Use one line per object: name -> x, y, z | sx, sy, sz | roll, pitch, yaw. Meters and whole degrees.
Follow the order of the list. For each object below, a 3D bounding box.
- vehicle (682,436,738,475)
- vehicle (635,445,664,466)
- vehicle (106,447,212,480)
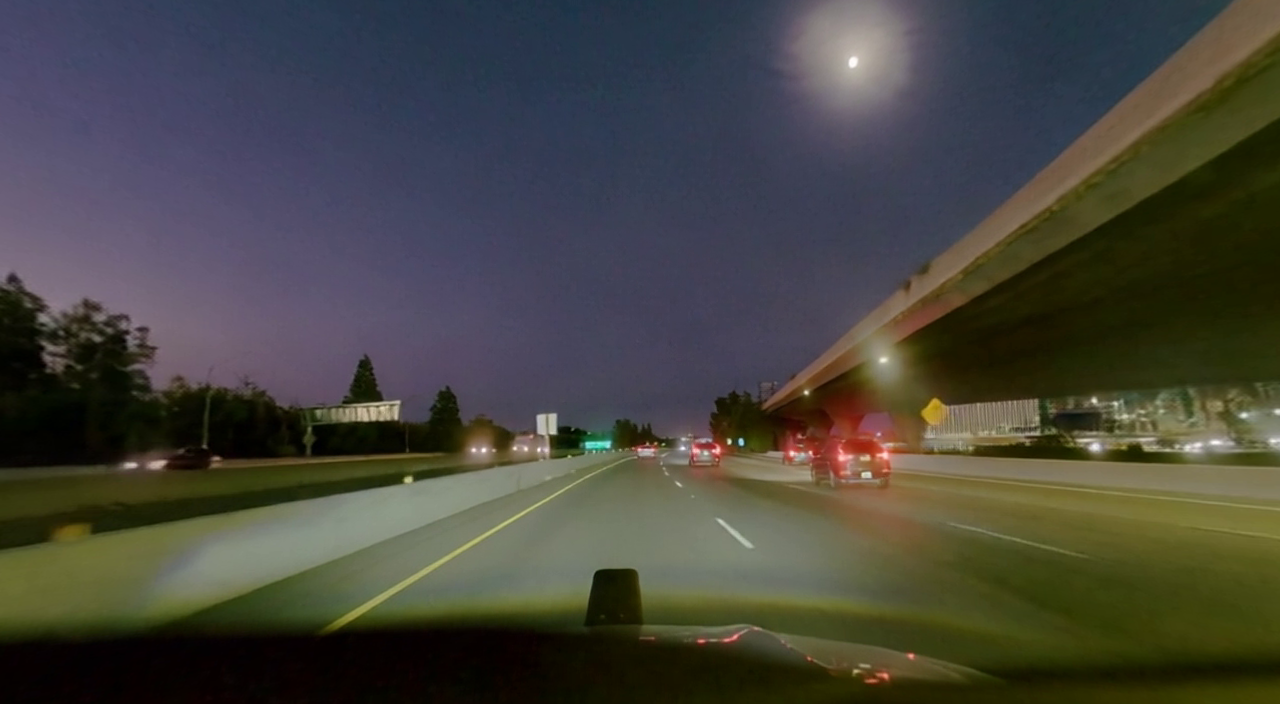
vehicle -> 3.426, 5.219, 32.115 | 2.226, 1.779, 4.835 | 0, -8, -1
vehicle -> 0.680, 7.607, 46.650 | 2.046, 1.475, 3.784 | 0, -8, 1
vehicle -> -27.503, 6.372, 36.418 | 2.122, 1.705, 4.982 | 0, -8, 1
